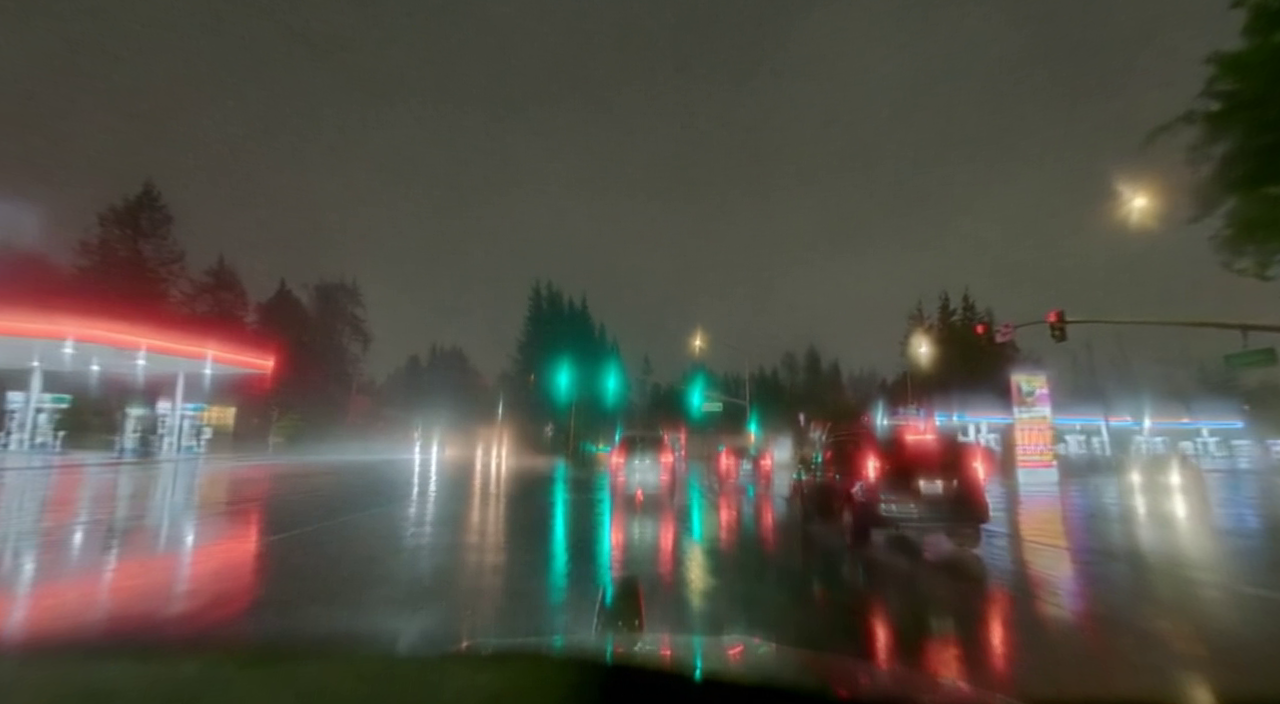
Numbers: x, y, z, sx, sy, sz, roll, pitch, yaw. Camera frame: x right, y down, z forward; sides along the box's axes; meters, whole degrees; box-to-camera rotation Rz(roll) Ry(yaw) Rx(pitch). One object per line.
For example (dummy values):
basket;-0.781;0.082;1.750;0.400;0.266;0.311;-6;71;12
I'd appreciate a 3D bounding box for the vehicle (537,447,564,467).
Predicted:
vehicle;-6.993;8.146;48.999;1.987;1.505;4.337;1;-9;-9

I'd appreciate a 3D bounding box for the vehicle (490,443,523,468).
vehicle;-9.830;7.646;46.755;1.992;1.755;4.283;1;-9;-7

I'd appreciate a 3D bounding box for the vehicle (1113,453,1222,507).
vehicle;16.760;4.008;20.235;2.057;1.473;4.462;-5;-10;33

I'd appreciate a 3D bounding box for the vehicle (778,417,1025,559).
vehicle;3.745;2.009;10.022;2.000;1.745;4.206;0;-8;-2

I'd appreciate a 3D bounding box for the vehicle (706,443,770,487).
vehicle;3.780;4.391;24.778;1.800;1.592;3.658;0;-9;-2

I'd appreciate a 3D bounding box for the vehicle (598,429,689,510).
vehicle;0.040;2.937;16.218;2.051;1.798;4.168;0;-8;-1
